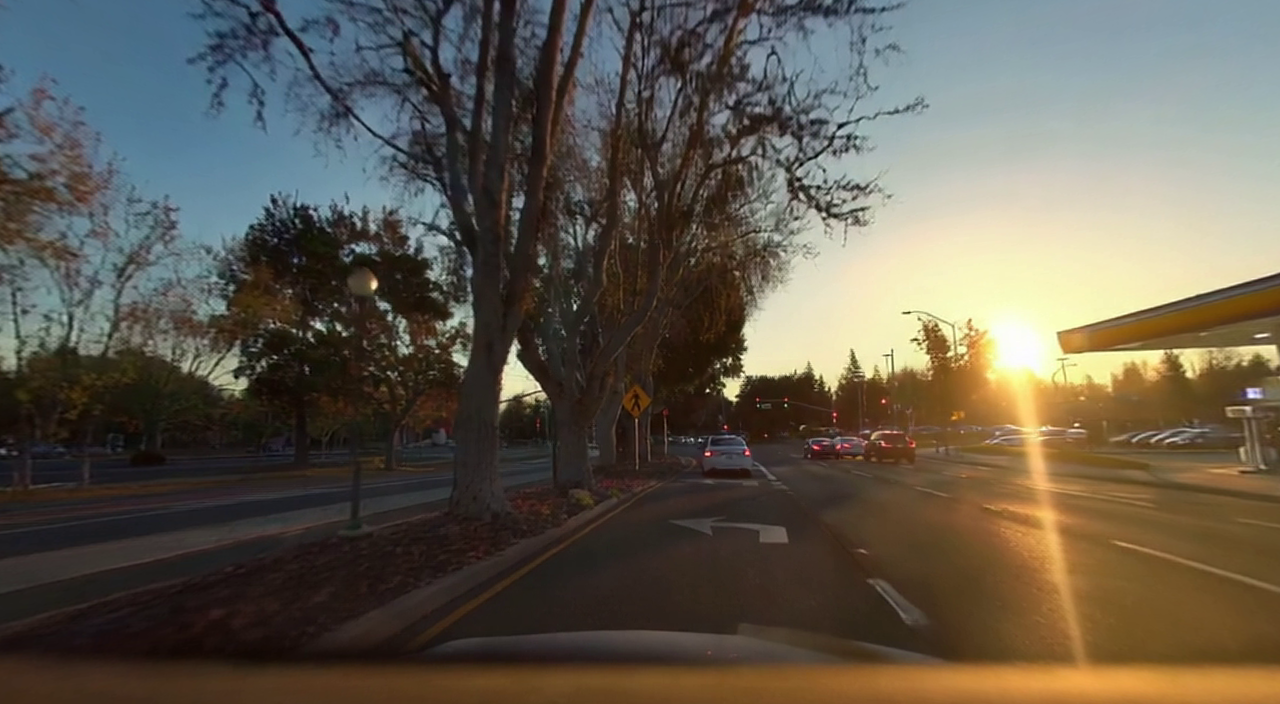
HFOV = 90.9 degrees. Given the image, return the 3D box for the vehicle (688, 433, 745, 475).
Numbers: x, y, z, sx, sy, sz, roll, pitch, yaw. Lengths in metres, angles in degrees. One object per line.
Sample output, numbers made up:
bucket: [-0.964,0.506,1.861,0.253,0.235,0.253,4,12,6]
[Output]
vehicle: [3.000,3.951,24.593,2.032,1.461,4.173,-1,-9,7]

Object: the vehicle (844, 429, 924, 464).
vehicle: [12.785,5.025,33.399,1.991,1.695,4.357,1,-9,-8]
